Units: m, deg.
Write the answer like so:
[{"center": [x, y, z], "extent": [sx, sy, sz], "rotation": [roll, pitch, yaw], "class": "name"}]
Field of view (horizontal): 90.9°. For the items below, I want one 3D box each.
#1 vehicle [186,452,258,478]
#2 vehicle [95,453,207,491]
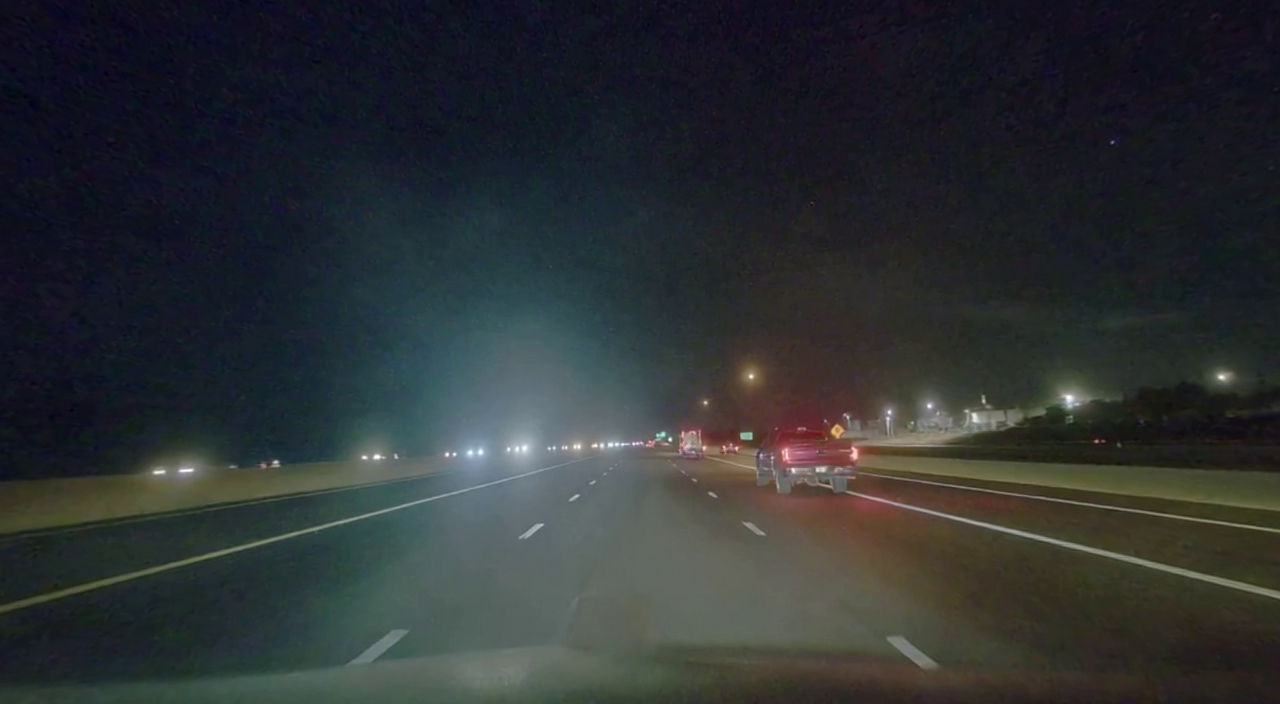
[{"center": [-30.933, 8.323, 46.837], "extent": [2.165, 1.749, 4.673], "rotation": [0, -8, 0], "class": "vehicle"}, {"center": [-23.498, 5.732, 30.531], "extent": [1.928, 1.618, 4.351], "rotation": [0, -8, 0], "class": "vehicle"}]
